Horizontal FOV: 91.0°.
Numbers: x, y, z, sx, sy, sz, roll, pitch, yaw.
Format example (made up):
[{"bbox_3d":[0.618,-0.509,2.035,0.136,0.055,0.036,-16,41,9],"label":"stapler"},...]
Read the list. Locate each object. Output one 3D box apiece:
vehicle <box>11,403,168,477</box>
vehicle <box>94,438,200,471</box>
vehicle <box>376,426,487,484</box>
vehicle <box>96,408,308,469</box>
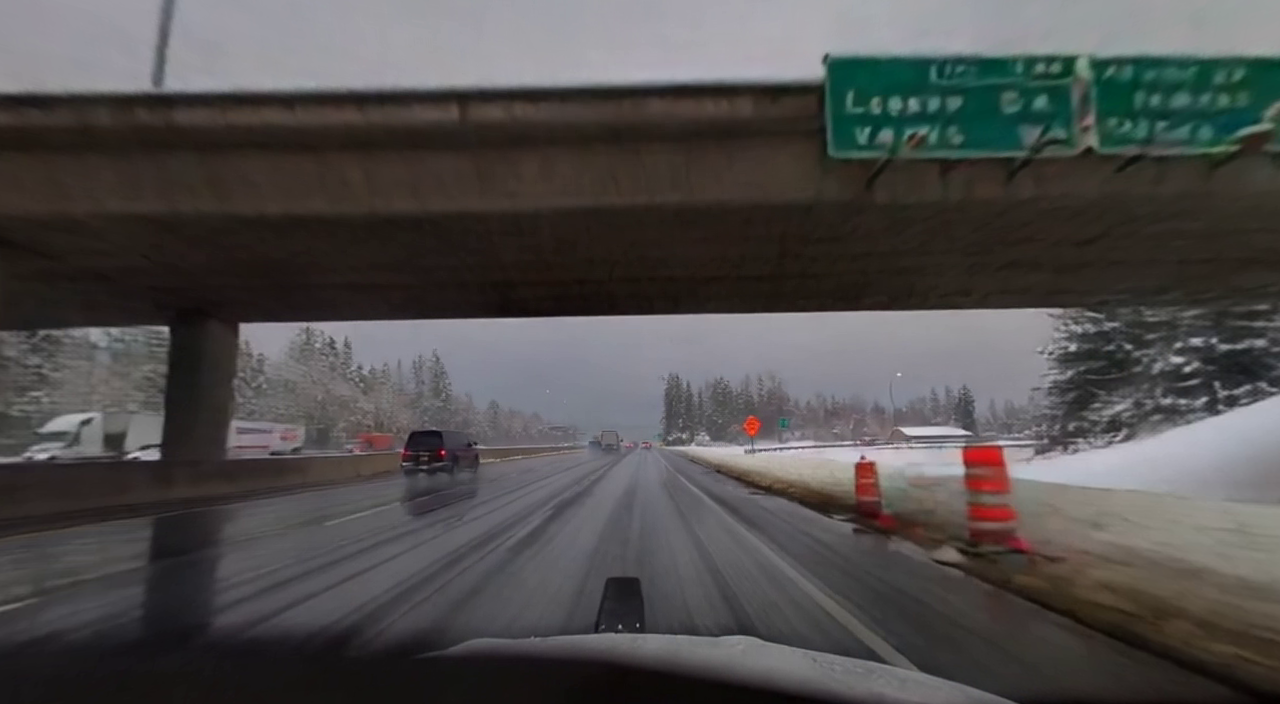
[{"bbox_3d":[-29.937,4.853,34.669,3.023,3.710,5.853,0,-8,2],"label":"vehicle"},{"bbox_3d":[-25.828,5.369,33.205,1.832,1.611,4.353,-1,-9,4],"label":"vehicle"},{"bbox_3d":[-7.015,3.544,21.901,2.103,1.775,4.966,0,-8,1],"label":"vehicle"},{"bbox_3d":[-29.908,6.295,45.114,2.884,3.515,17.319,0,-9,0],"label":"vehicle"}]
